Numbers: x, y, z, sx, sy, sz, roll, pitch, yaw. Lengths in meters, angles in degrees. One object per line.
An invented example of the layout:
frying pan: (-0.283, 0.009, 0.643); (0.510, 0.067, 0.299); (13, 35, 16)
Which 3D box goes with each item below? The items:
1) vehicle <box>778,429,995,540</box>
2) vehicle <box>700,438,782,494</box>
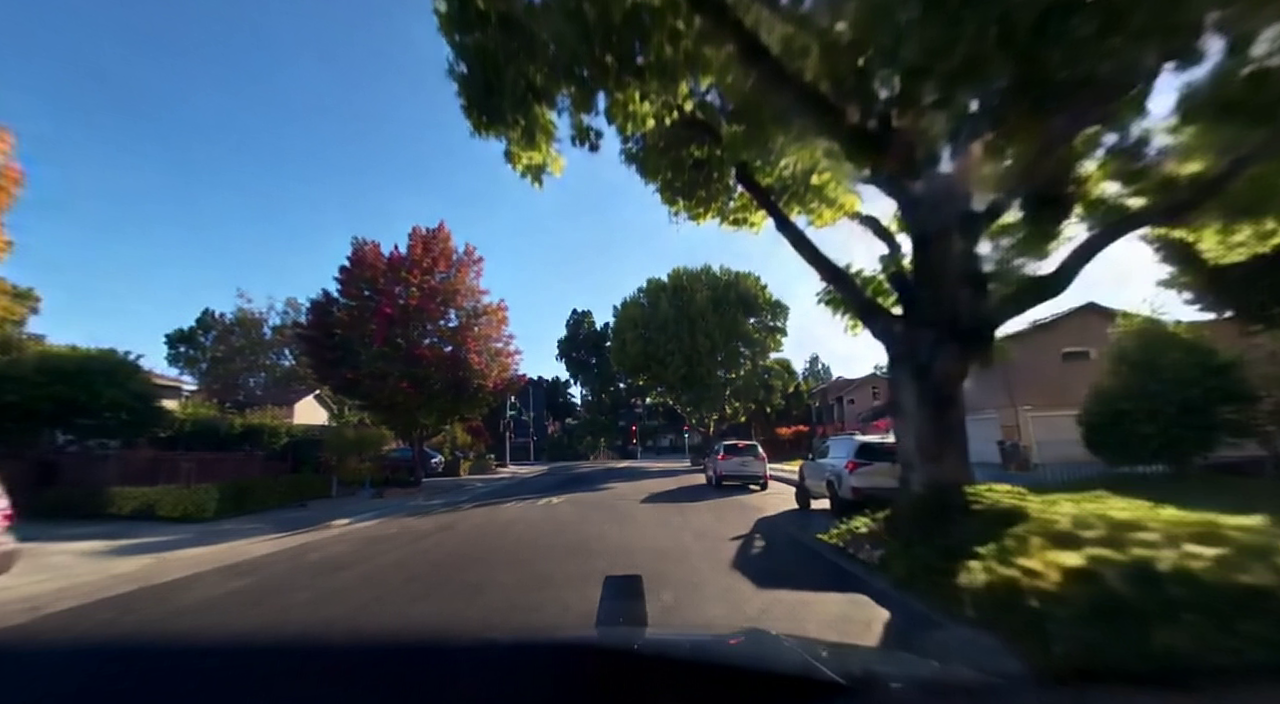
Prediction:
vehicle: (4.084, 2.271, 11.537); (2.043, 1.585, 4.687); (0, -8, 0)
vehicle: (3.156, 3.661, 20.715); (2.037, 1.595, 4.536); (0, -8, 1)
